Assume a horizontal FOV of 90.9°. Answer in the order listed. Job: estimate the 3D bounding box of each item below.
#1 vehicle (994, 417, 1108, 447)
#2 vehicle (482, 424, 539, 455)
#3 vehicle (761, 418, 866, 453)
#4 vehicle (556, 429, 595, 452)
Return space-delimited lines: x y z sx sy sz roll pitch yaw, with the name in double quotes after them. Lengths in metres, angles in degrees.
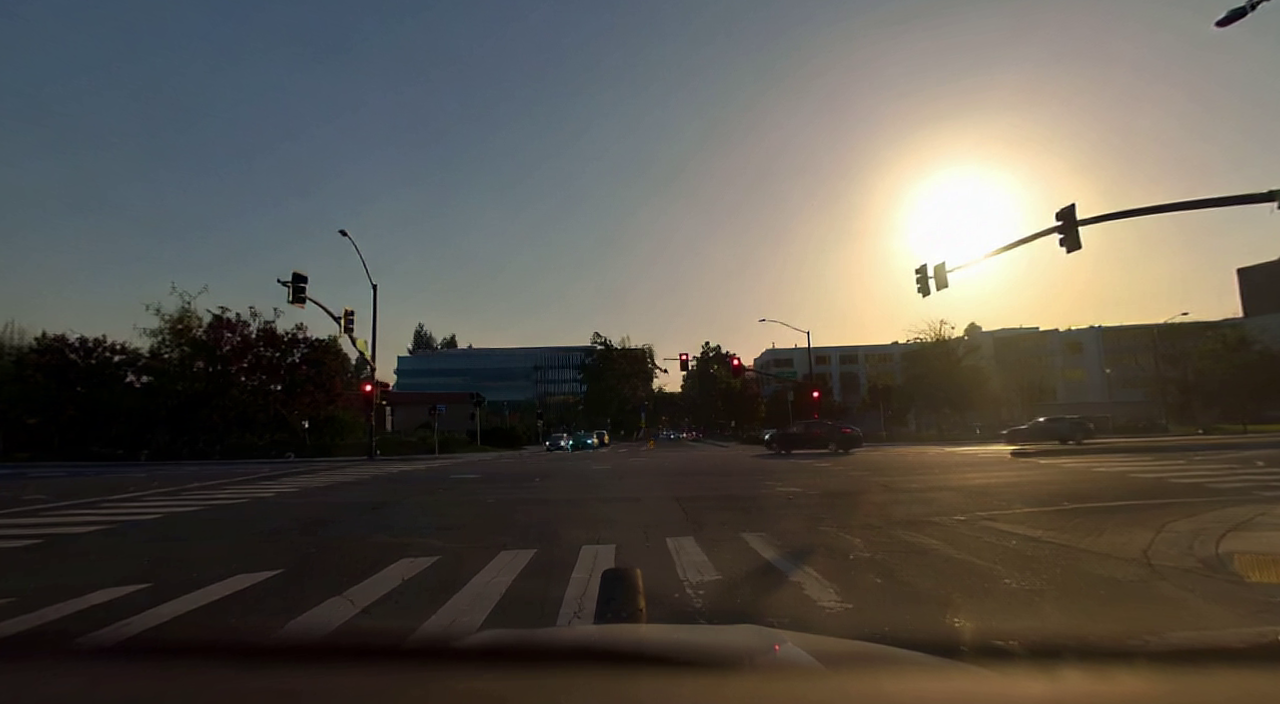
20.647 4.037 31.738 4.510 1.431 1.884 1 -9 -6 "vehicle"
-8.294 5.733 40.893 2.000 1.864 5.044 -1 -9 7 "vehicle"
8.190 3.985 30.022 4.407 1.569 1.859 1 -9 -5 "vehicle"
-4.392 6.161 43.759 1.919 1.467 4.086 -1 -9 6 "vehicle"
